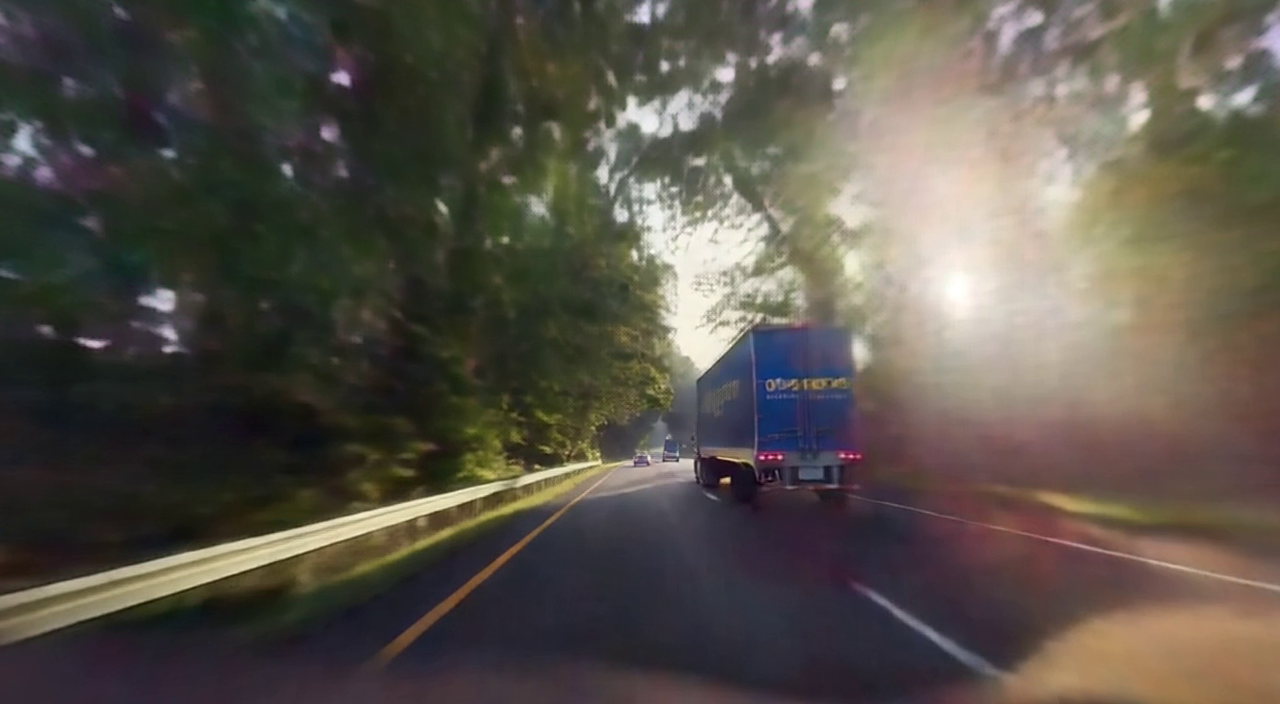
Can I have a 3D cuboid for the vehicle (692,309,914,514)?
[{"bbox_3d":[3.699,2.028,18.330,3.440,4.090,11.380,-1,-9,0],"label":"vehicle"}]
